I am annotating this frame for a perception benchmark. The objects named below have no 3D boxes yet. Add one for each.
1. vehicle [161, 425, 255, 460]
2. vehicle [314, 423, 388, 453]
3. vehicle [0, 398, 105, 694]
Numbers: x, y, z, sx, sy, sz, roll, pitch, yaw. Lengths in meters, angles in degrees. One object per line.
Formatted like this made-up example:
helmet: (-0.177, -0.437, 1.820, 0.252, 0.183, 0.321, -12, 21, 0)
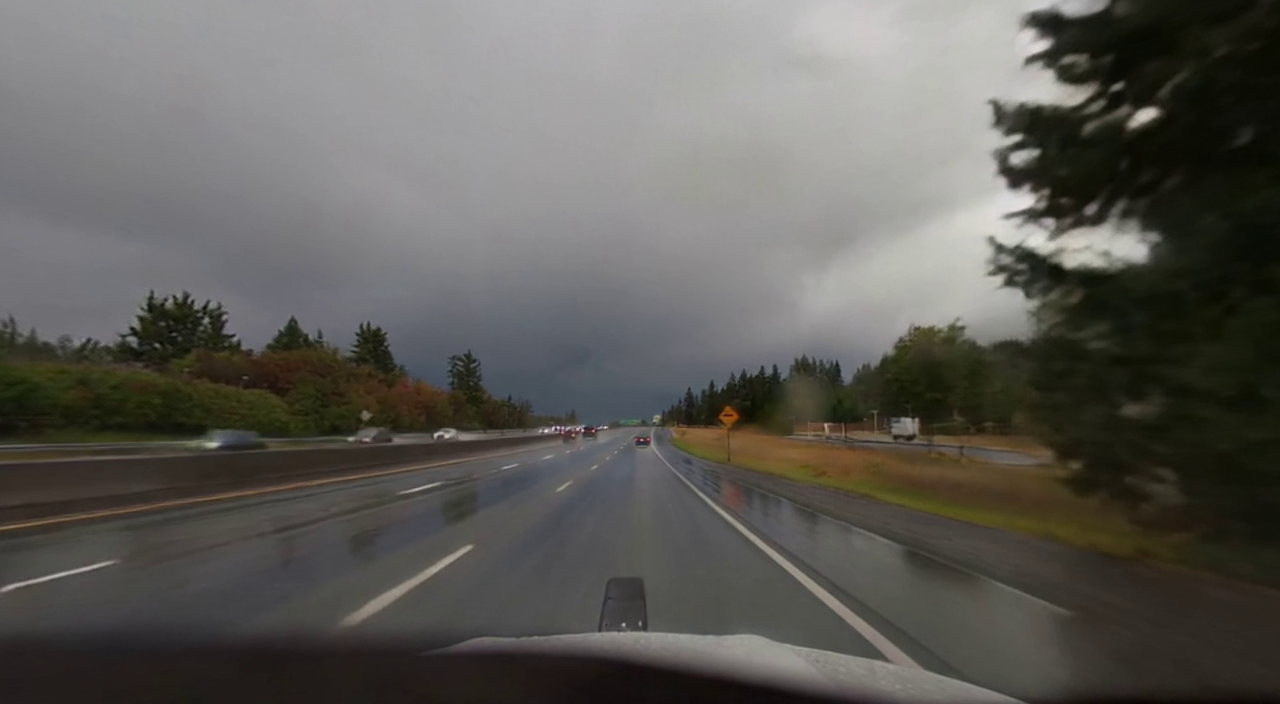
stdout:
vehicle: (-21.330, 4.510, 31.347, 1.805, 1.584, 3.935, 0, -8, 0)
vehicle: (-17.483, 5.261, 38.444, 2.195, 1.737, 4.738, 0, -8, 0)
vehicle: (-4.451, 0.762, 1.549, 2.071, 1.556, 4.729, 0, -8, 1)
